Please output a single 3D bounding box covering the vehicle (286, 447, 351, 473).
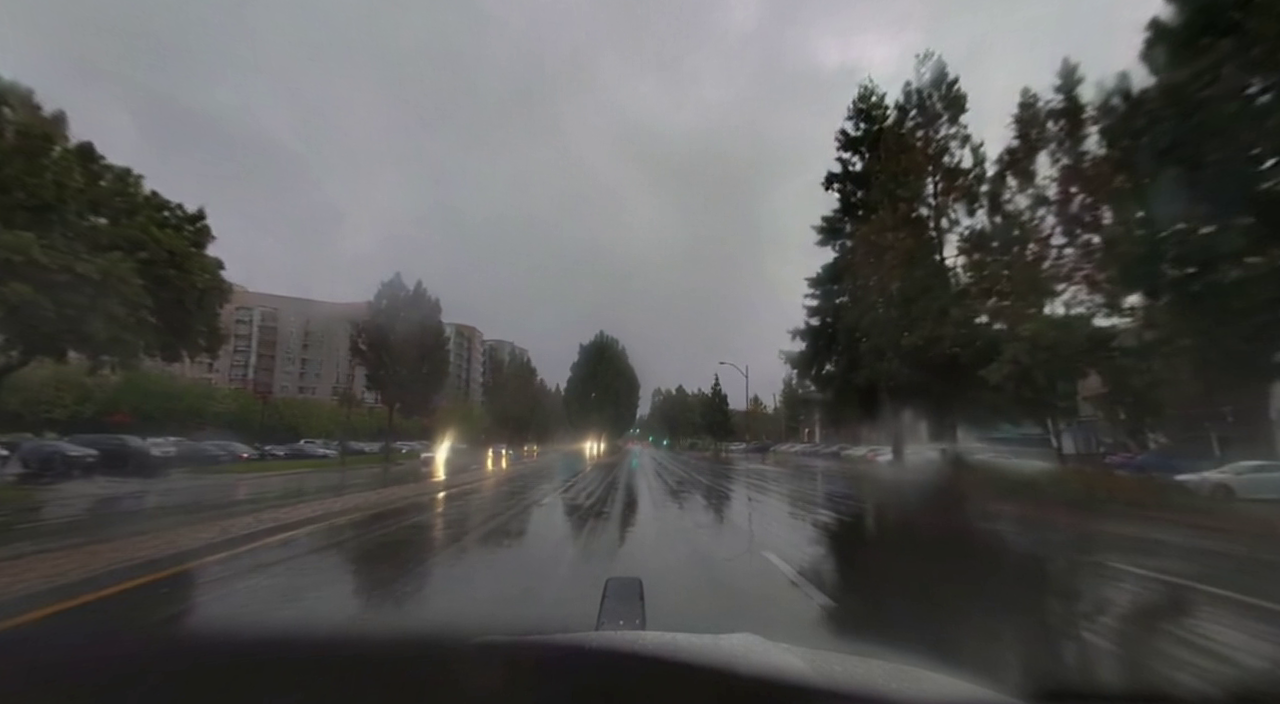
[{"bbox_3d":[-19.942,6.697,39.395,1.787,1.437,4.414,0,-8,-1],"label":"vehicle"}]

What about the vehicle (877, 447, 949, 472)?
[{"bbox_3d":[20.485,7.994,47.430,4.573,1.747,2.191,-5,-10,33],"label":"vehicle"}]

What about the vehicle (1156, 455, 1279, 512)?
[{"bbox_3d":[19.513,4.133,20.091,4.427,1.640,2.085,0,-8,-3],"label":"vehicle"}]

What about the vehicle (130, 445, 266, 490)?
[{"bbox_3d":[-16.160,4.218,23.448,1.876,1.460,4.433,0,-8,-1],"label":"vehicle"}]

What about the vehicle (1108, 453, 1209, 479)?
[{"bbox_3d":[32.114,7.055,39.224,4.463,1.490,1.981,-1,-8,2],"label":"vehicle"}]

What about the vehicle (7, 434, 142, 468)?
[{"bbox_3d":[-30.888,5.413,34.748,5.107,1.753,1.963,4,-9,-28],"label":"vehicle"}]
